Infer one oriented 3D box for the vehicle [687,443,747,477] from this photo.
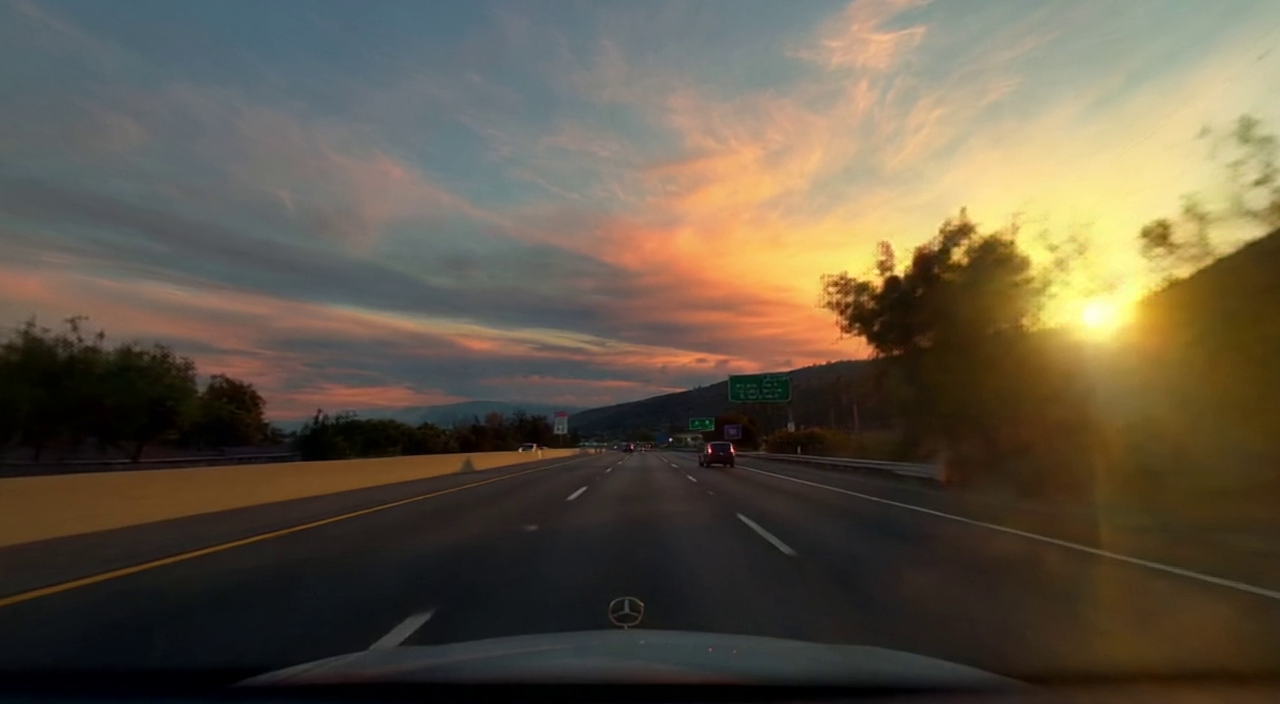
[{"bbox_3d":[3.563,5.057,29.969,2.193,1.462,4.533,0,-8,-1],"label":"vehicle"}]
